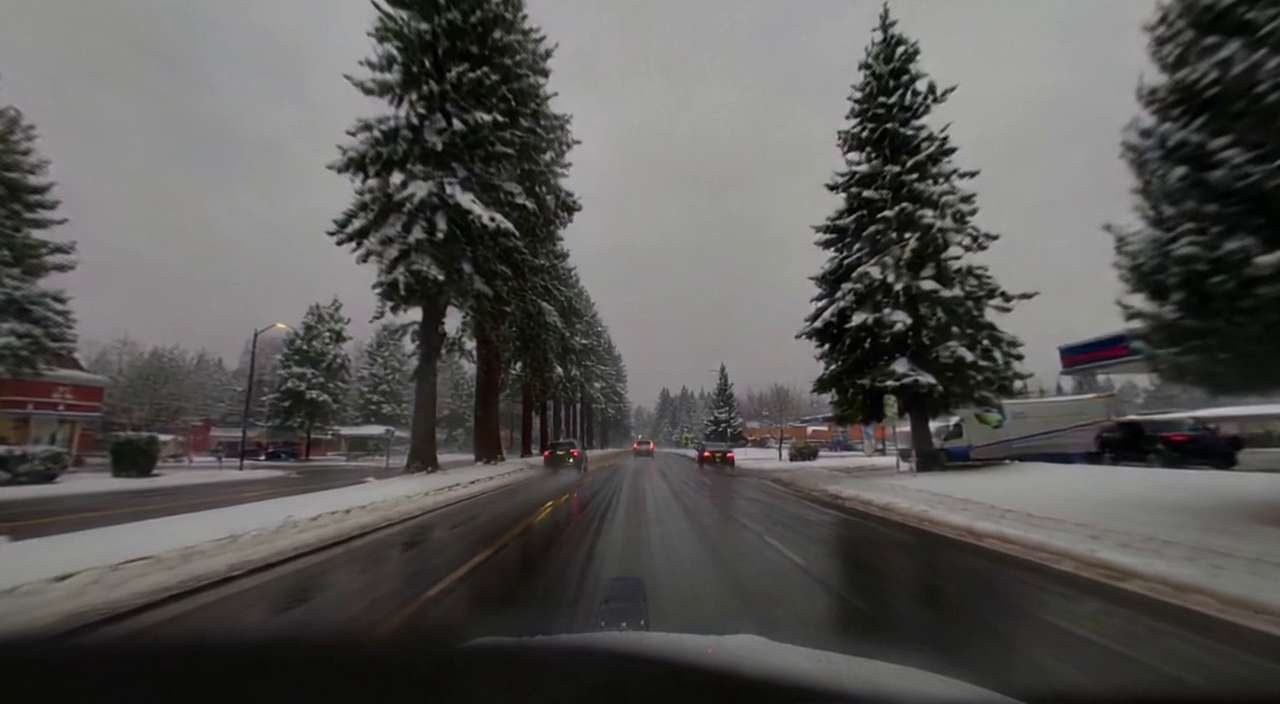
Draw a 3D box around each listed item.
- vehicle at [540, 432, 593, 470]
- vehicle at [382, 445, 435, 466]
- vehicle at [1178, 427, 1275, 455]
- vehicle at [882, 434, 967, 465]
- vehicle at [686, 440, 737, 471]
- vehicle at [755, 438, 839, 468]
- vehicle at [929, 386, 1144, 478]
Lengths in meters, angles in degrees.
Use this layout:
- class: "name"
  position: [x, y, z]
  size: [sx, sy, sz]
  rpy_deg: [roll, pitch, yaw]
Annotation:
- class: "vehicle"
  position: [-3.571, 4.936, 31.472]
  size: [2.051, 1.747, 4.370]
  rpy_deg: [0, -8, 1]
- class: "vehicle"
  position: [-18.033, 8.011, 48.945]
  size: [4.437, 1.478, 1.839]
  rpy_deg: [-7, -11, 40]
- class: "vehicle"
  position: [42.712, 6.572, 46.061]
  size: [1.863, 1.744, 4.904]
  rpy_deg: [-5, -9, -8]
- class: "vehicle"
  position: [17.038, 5.862, 37.883]
  size: [4.107, 1.487, 1.937]
  rpy_deg: [-5, -7, 2]
- class: "vehicle"
  position: [3.575, 5.306, 32.468]
  size: [2.010, 1.486, 4.498]
  rpy_deg: [0, -8, -1]
- class: "vehicle"
  position: [9.618, 6.190, 38.890]
  size: [4.526, 1.768, 2.056]
  rpy_deg: [1, -9, -9]
- class: "vehicle"
  position: [15.548, 3.371, 25.851]
  size: [3.133, 3.133, 8.198]
  rpy_deg: [0, -9, -2]
